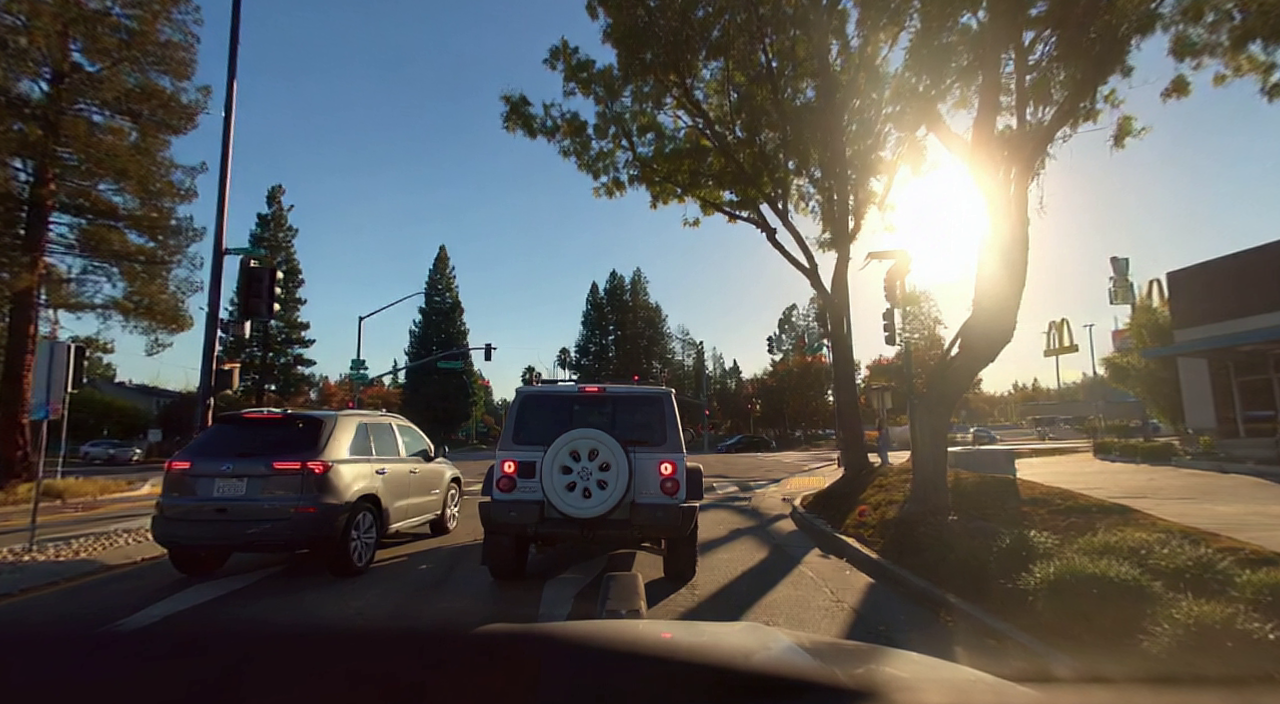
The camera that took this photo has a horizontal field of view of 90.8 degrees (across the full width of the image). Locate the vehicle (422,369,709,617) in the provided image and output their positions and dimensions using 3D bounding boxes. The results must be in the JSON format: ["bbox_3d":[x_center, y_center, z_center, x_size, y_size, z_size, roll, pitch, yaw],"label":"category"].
[{"bbox_3d":[-0.631,1.439,7.341,2.224,1.923,4.643,0,-8,-1],"label":"vehicle"}]

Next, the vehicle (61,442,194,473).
[{"bbox_3d":[-25.258,5.190,31.360,4.713,1.445,1.887,4,-9,-24],"label":"vehicle"}]

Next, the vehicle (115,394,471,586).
[{"bbox_3d":[-3.915,1.649,8.336,2.130,1.819,4.497,0,-8,0],"label":"vehicle"}]
